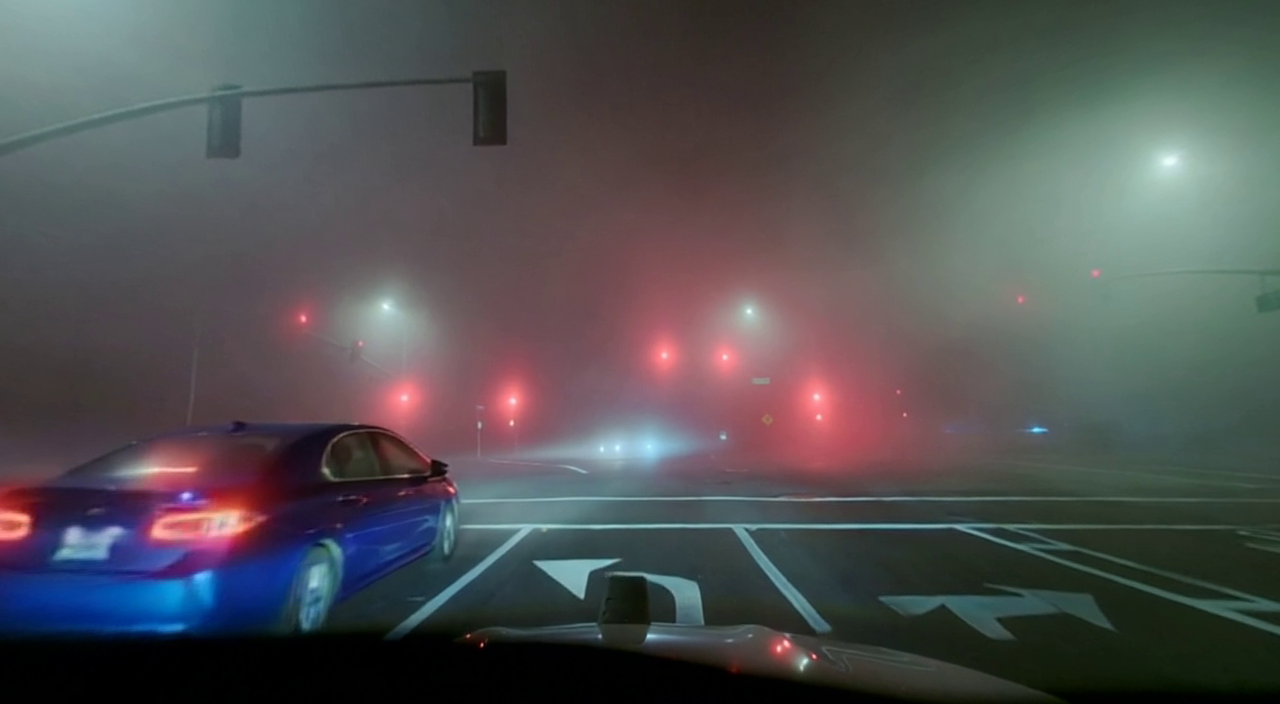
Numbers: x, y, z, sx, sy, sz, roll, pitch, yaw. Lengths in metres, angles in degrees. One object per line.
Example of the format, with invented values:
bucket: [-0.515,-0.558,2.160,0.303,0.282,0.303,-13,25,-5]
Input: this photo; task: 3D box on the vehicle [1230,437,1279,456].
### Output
vehicle: [48.120,7.330,48.840,1.574,1.369,3.611,-1,-7,6]

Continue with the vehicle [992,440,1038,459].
vehicle: [29.715,7.753,49.999,1.662,1.440,3.583,-1,-8,6]

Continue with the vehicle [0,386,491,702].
vehicle: [-2.899,1.264,5.316,2.055,1.573,4.065,-1,-8,4]

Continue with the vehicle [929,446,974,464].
vehicle: [24.380,8.046,49.431,1.633,1.324,3.449,1,-8,-2]
